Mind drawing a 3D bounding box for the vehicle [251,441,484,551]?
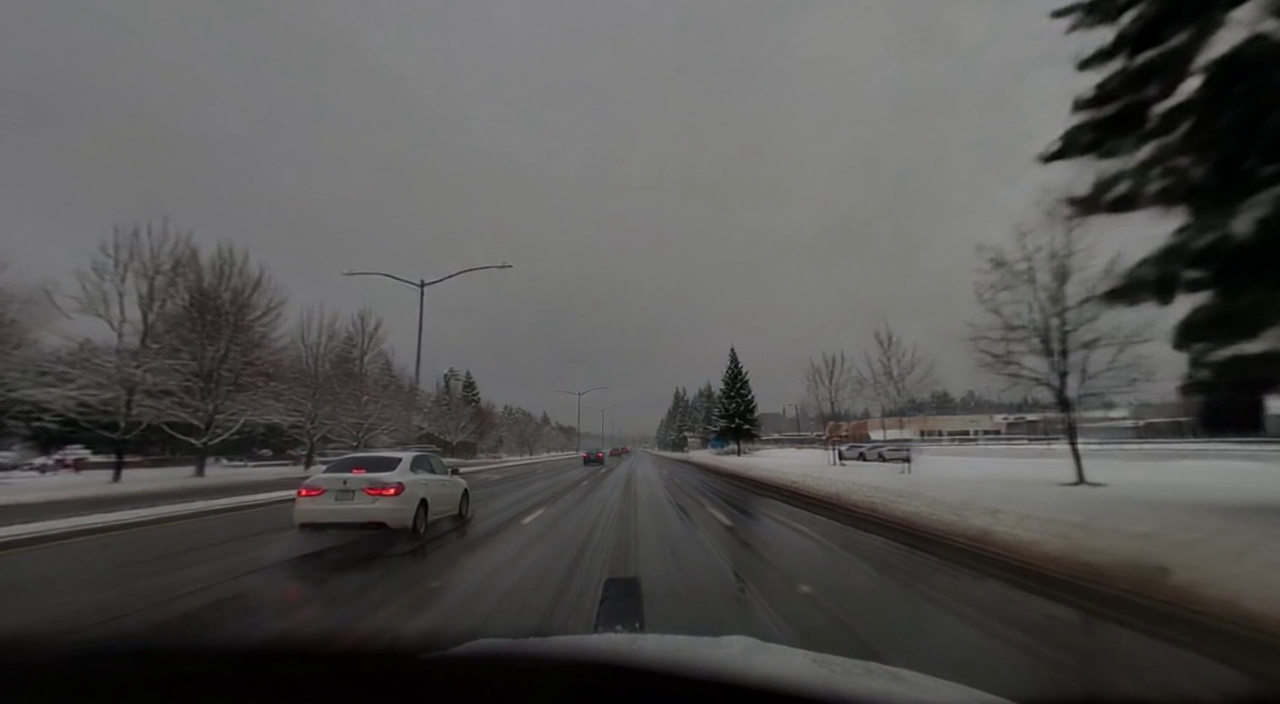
[{"bbox_3d":[-4.242,2.289,10.830,2.003,1.454,4.484,0,-9,0],"label":"vehicle"}]

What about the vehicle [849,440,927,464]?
[{"bbox_3d":[16.087,6.524,41.117,4.197,1.466,1.930,0,-9,-2],"label":"vehicle"}]
